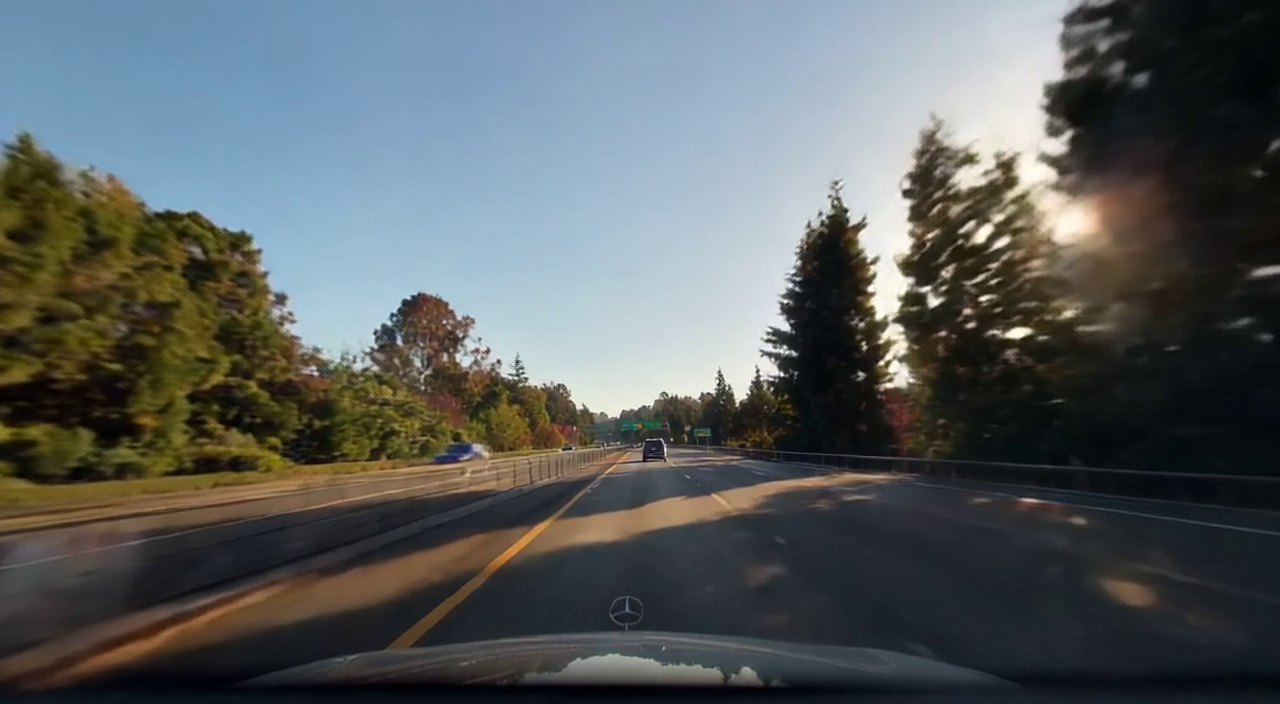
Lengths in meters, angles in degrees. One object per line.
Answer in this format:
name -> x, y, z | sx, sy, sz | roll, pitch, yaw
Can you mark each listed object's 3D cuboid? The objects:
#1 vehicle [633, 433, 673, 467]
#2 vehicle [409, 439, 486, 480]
vehicle -> 0.790, 5.945, 38.373 | 2.301, 1.944, 4.554 | 0, -8, 1
vehicle -> -7.998, 4.490, 26.590 | 1.861, 1.535, 4.353 | 0, -8, 0
